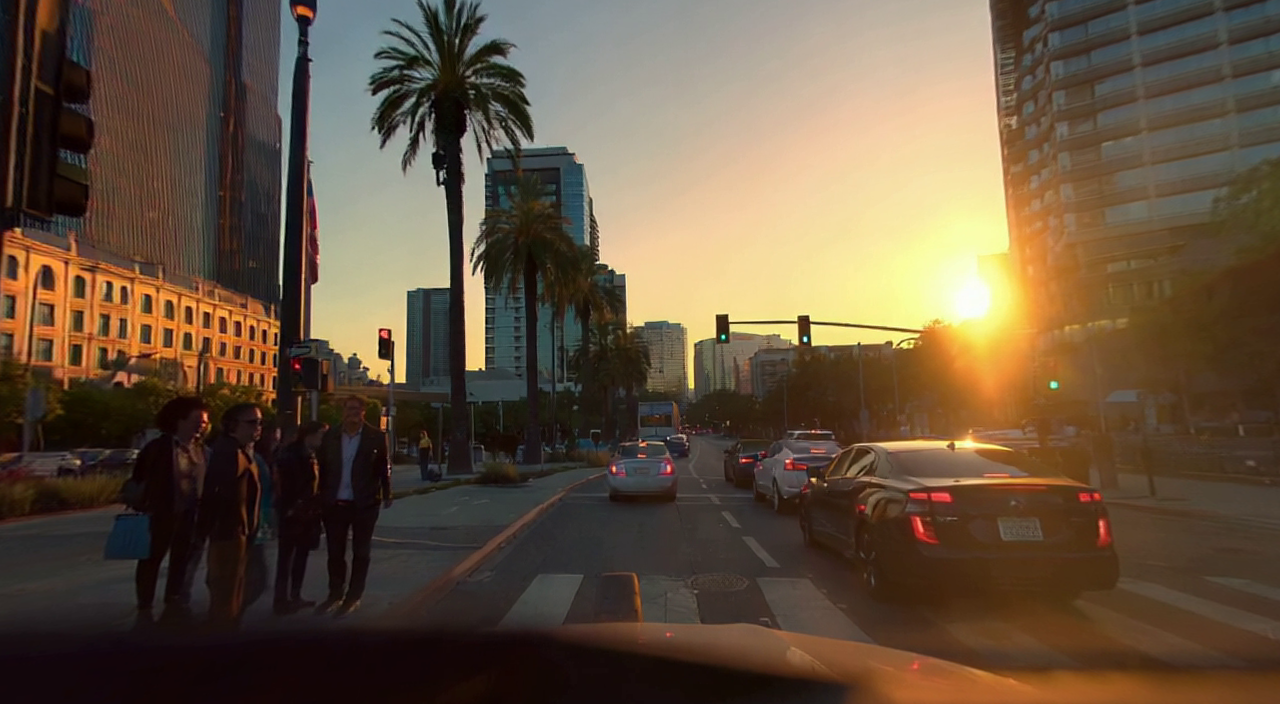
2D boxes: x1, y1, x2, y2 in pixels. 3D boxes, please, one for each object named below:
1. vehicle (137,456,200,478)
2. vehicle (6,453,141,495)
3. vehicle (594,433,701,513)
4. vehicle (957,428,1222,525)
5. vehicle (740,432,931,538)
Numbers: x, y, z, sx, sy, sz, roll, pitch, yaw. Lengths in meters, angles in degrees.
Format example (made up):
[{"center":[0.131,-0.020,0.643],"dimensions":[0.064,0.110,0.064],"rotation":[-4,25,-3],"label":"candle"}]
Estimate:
[{"center":[-36.702,8.950,49.148],"dimensions":[1.700,1.527,4.445],"rotation":[0,-9,-4],"label":"vehicle"},{"center":[-26.701,5.722,29.943],"dimensions":[2.105,1.793,4.812],"rotation":[0,-9,-4],"label":"vehicle"},{"center":[0.179,2.606,13.981],"dimensions":[2.048,1.503,3.681],"rotation":[0,-9,1],"label":"vehicle"},{"center":[8.173,2.281,12.086],"dimensions":[1.859,1.508,4.259],"rotation":[0,-9,-1],"label":"vehicle"},{"center":[3.103,2.206,11.103],"dimensions":[1.913,1.469,4.425],"rotation":[0,-9,0],"label":"vehicle"}]
